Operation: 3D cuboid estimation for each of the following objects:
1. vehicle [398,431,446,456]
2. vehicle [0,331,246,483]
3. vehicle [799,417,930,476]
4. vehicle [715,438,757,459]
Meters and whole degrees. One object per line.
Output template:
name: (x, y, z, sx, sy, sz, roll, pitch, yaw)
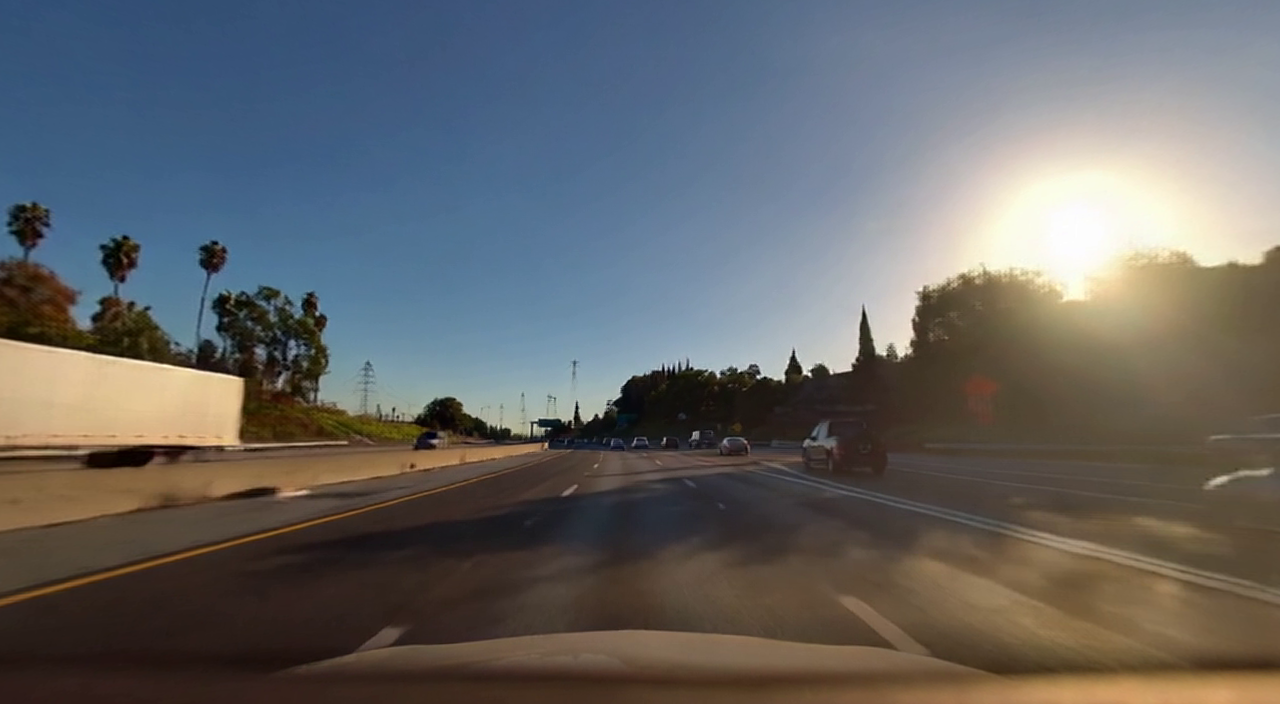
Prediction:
vehicle: (-15.905, 6.693, 46.293, 2.019, 1.712, 4.612, 0, -8, -2)
vehicle: (-19.317, 1.942, 20.304, 2.881, 4.181, 16.486, 0, -8, -1)
vehicle: (8.479, 3.692, 24.811, 2.622, 1.977, 6.537, 0, -8, -1)
vehicle: (6.988, 7.080, 46.275, 2.110, 1.481, 4.511, 0, -8, -4)
